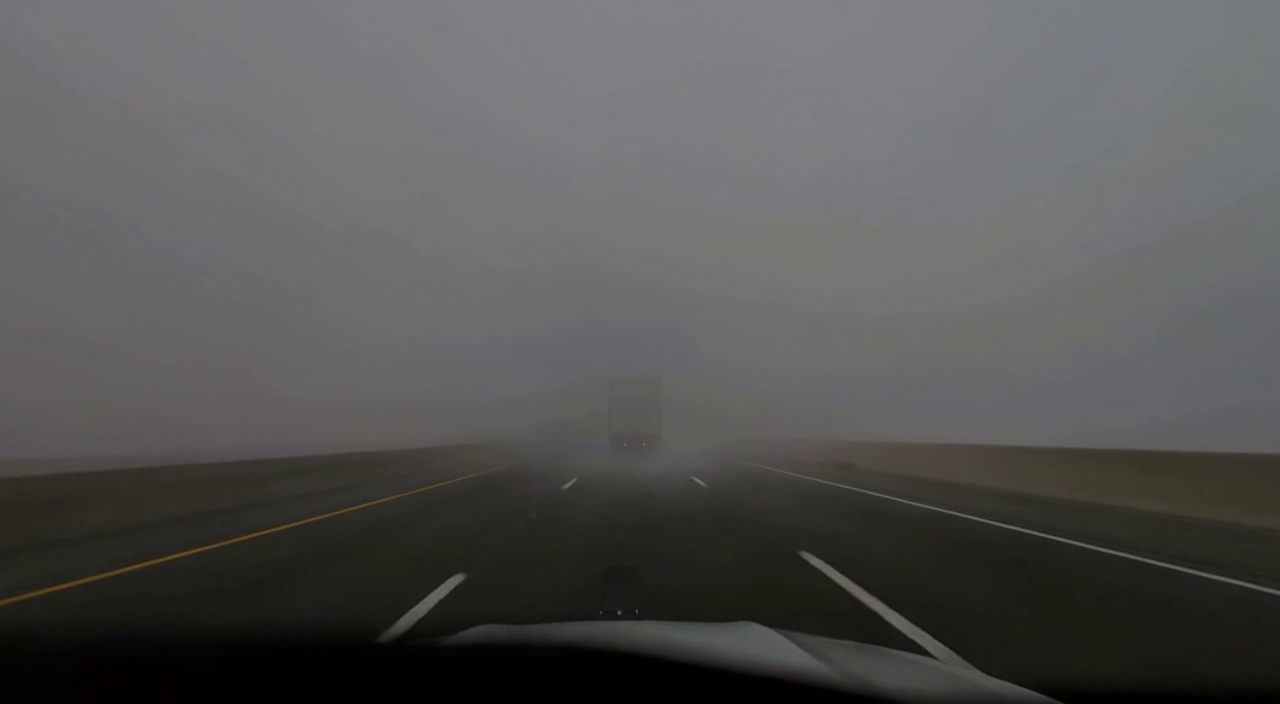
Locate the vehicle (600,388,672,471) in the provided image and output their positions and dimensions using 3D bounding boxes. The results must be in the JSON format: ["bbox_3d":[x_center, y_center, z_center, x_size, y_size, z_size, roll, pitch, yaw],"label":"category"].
[{"bbox_3d":[-0.375,4.080,32.882,2.953,3.406,13.372,0,-7,-2],"label":"vehicle"}]

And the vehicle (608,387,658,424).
[{"bbox_3d":[-0.282,2.482,28.429,2.112,1.472,4.240,0,-8,0],"label":"vehicle"}]

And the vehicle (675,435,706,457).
[{"bbox_3d":[3.697,6.896,46.363,1.910,1.492,4.324,0,-8,0],"label":"vehicle"}]
